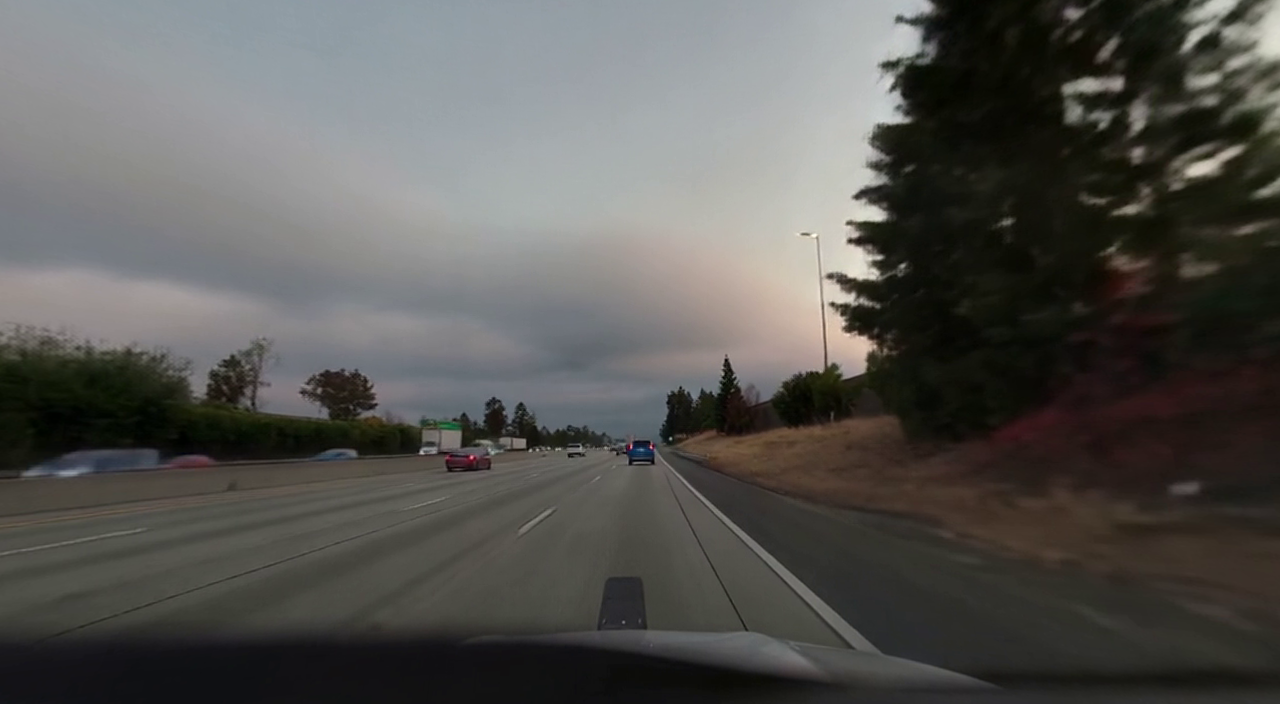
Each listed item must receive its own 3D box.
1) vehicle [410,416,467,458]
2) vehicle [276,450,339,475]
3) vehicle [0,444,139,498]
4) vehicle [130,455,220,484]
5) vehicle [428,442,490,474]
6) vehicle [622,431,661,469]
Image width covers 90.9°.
[{"bbox_3d":[-14.040,5.980,44.257,2.499,2.625,4.804,-3,-9,-2],"label":"vehicle"},{"bbox_3d":[-23.465,7.792,44.719,2.041,1.631,4.392,0,-8,1],"label":"vehicle"},{"bbox_3d":[-20.424,4.010,21.787,2.182,1.628,4.863,0,-8,1],"label":"vehicle"},{"bbox_3d":[-27.380,6.901,37.353,1.951,1.499,4.305,0,-8,1],"label":"vehicle"},{"bbox_3d":[-10.179,5.970,35.899,2.037,1.661,4.885,0,-8,1],"label":"vehicle"},{"bbox_3d":[0.092,6.064,39.161,2.318,2.145,4.561,0,-8,0],"label":"vehicle"}]
